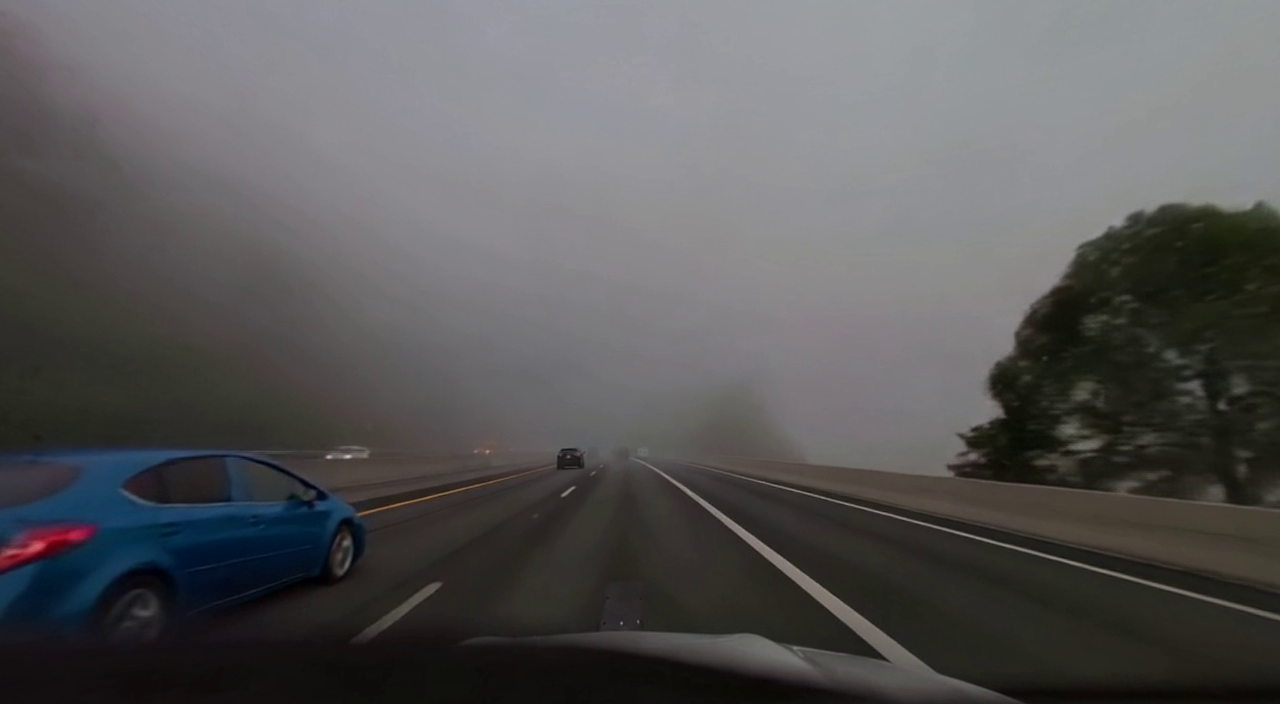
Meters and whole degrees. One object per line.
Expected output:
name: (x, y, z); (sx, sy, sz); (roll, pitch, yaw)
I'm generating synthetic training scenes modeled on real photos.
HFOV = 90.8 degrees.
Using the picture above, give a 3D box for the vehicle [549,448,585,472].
vehicle: (-5.055, 7.518, 44.191); (2.049, 1.521, 4.366); (0, -9, -1)

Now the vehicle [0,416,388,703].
vehicle: (-3.782, 1.296, 4.442); (1.957, 1.499, 4.965); (0, -9, 0)
